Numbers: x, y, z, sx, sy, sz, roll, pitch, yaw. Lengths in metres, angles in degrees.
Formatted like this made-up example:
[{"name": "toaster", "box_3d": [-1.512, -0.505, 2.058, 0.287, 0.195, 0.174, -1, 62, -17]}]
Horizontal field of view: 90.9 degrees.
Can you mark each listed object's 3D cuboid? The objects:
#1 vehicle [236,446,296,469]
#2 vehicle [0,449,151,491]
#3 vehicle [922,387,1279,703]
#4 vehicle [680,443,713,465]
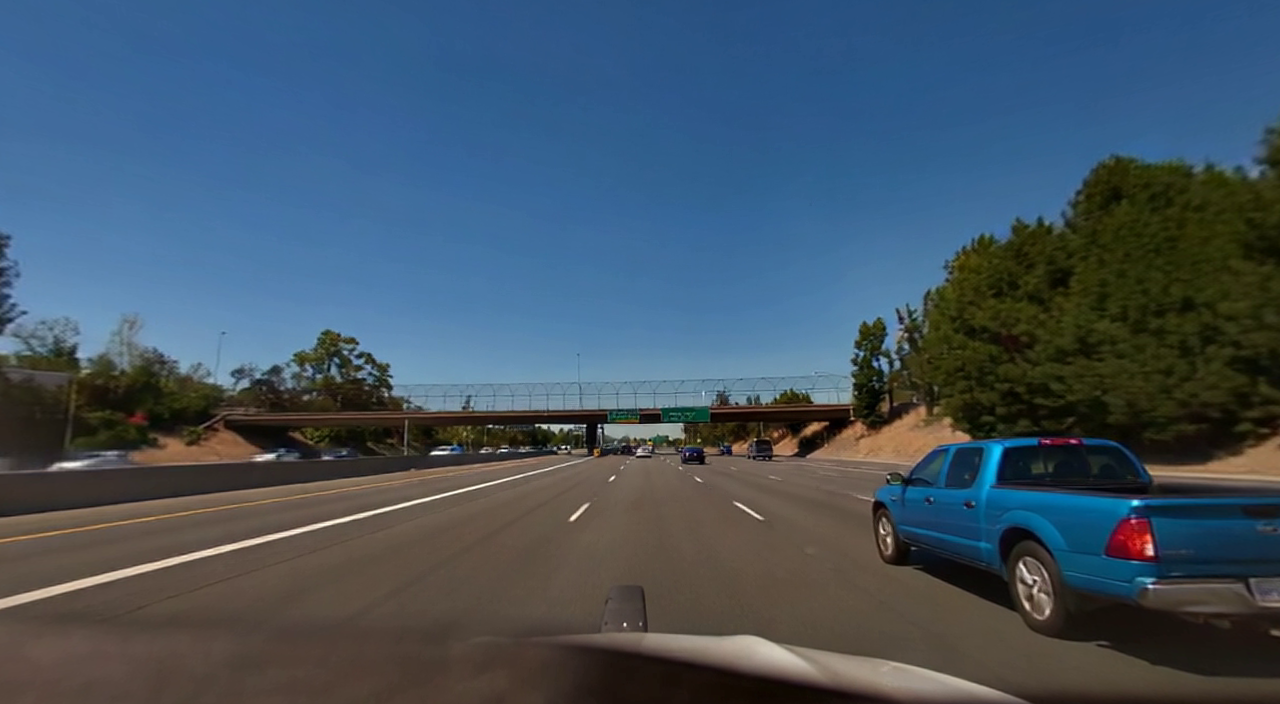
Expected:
[{"name": "vehicle", "box_3d": [-29.209, 8.224, 49.425, 1.897, 1.665, 4.562, 0, -8, 0]}, {"name": "vehicle", "box_3d": [-21.954, 4.546, 24.763, 1.876, 1.456, 4.456, 0, -8, 0]}, {"name": "vehicle", "box_3d": [3.396, 0.962, 2.739, 2.119, 1.524, 4.807, 0, -8, 0]}, {"name": "vehicle", "box_3d": [4.274, 7.755, 48.103, 2.014, 1.643, 4.039, 0, -8, -1]}]
